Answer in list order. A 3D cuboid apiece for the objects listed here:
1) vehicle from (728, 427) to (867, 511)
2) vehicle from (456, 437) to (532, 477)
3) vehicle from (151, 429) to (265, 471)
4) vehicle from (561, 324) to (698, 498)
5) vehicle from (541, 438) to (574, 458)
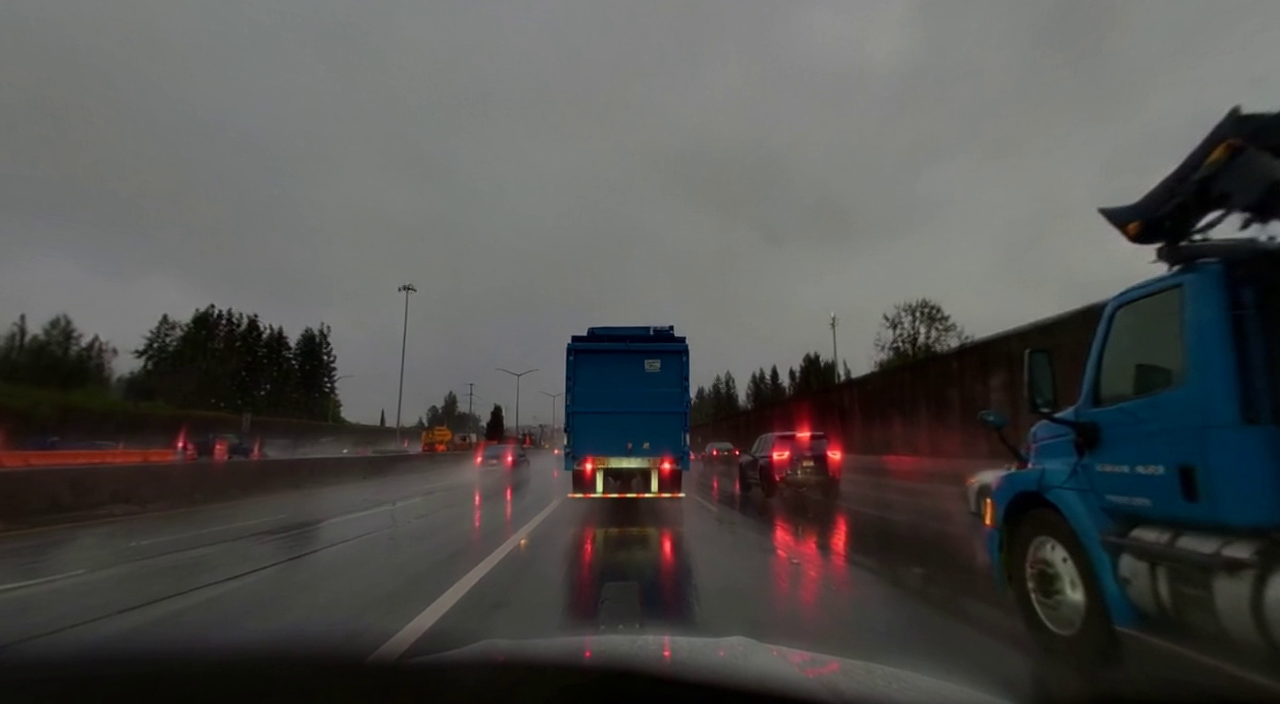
[{"bbox_3d":[3.557,2.736,15.173,2.103,1.713,4.173,1,-9,-3],"label":"vehicle"},{"bbox_3d":[-5.904,4.332,26.110,2.014,1.477,4.595,0,-9,1],"label":"vehicle"},{"bbox_3d":[-21.776,4.920,31.789,4.632,1.852,2.033,0,-8,16],"label":"vehicle"},{"bbox_3d":[-0.417,2.080,19.402,3.067,3.940,10.154,1,-9,-2],"label":"vehicle"},{"bbox_3d":[-6.493,7.593,49.812,1.994,1.481,4.660,0,-9,0],"label":"vehicle"}]
